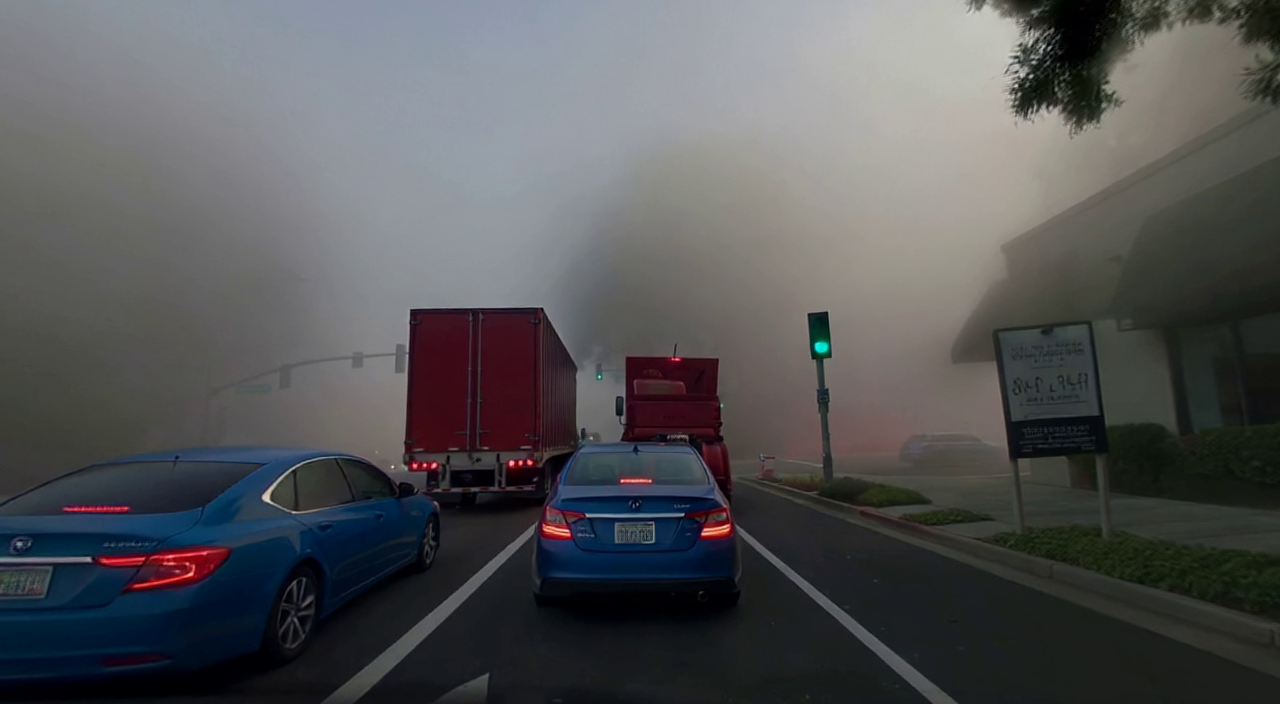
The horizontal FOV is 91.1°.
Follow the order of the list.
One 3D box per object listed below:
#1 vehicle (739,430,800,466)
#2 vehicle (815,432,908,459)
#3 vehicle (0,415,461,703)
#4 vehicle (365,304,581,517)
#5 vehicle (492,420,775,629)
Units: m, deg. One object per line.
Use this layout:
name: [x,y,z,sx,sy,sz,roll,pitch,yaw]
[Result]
vehicle: [6.960,5.231,34.281,2.061,1.845,4.829,0,-8,-3]
vehicle: [12.562,5.345,35.811,4.574,1.478,1.880,-1,-8,4]
vehicle: [-3.103,1.361,5.165,1.969,1.471,4.378,0,-8,0]
vehicle: [-3.277,1.527,14.747,3.020,3.800,7.105,0,-8,0]
vehicle: [-0.109,1.569,6.721,2.067,1.506,4.118,0,-8,-2]
